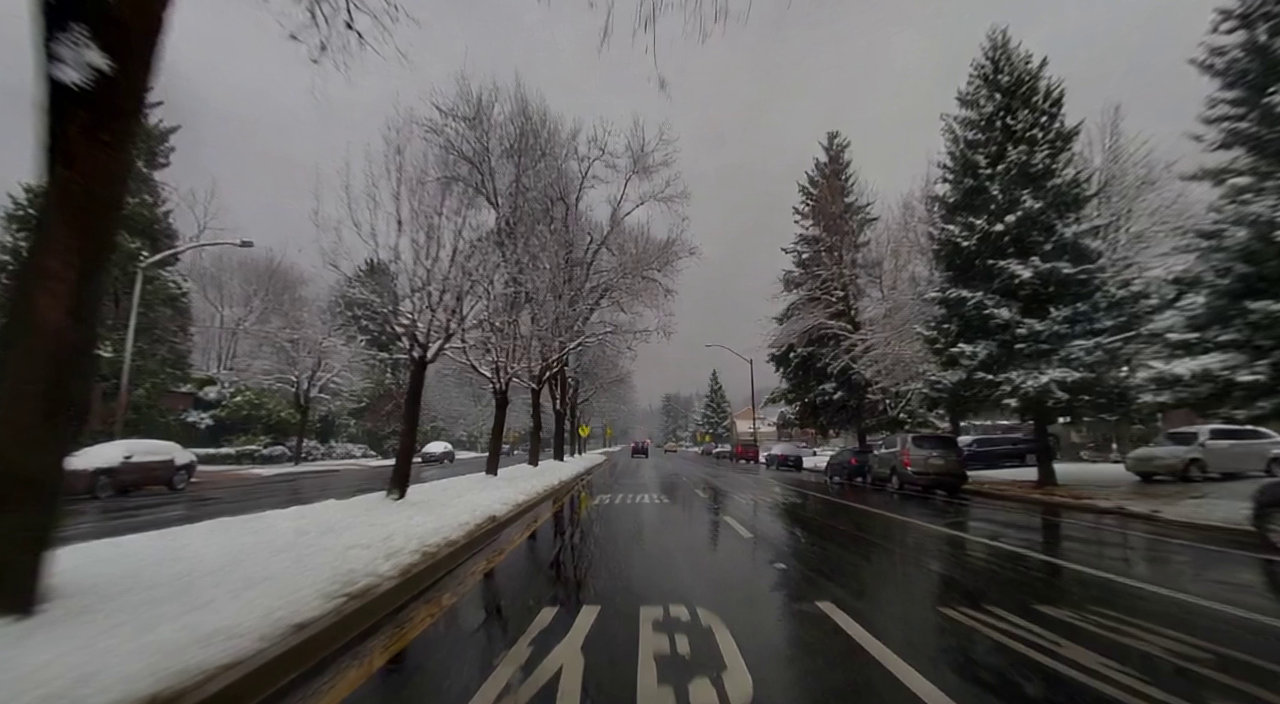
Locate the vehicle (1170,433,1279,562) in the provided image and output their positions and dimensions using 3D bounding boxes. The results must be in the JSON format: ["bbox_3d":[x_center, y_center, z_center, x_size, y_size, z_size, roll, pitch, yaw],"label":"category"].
[{"bbox_3d":[9.595,1.770,7.283,2.161,1.687,5.331,0,-8,-3],"label":"vehicle"}]

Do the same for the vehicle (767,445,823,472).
[{"bbox_3d":[9.381,6.458,38.684,2.009,1.493,4.983,0,-8,-1],"label":"vehicle"}]

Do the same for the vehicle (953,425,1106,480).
[{"bbox_3d":[16.811,4.352,27.491,4.972,1.793,2.293,-5,-8,0],"label":"vehicle"}]

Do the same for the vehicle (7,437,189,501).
[{"bbox_3d":[-17.320,3.703,20.569,1.959,1.690,4.446,-3,-7,1],"label":"vehicle"}]

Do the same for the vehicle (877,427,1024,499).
[{"bbox_3d":[9.435,3.415,19.816,2.083,1.946,4.928,0,-8,0],"label":"vehicle"}]
